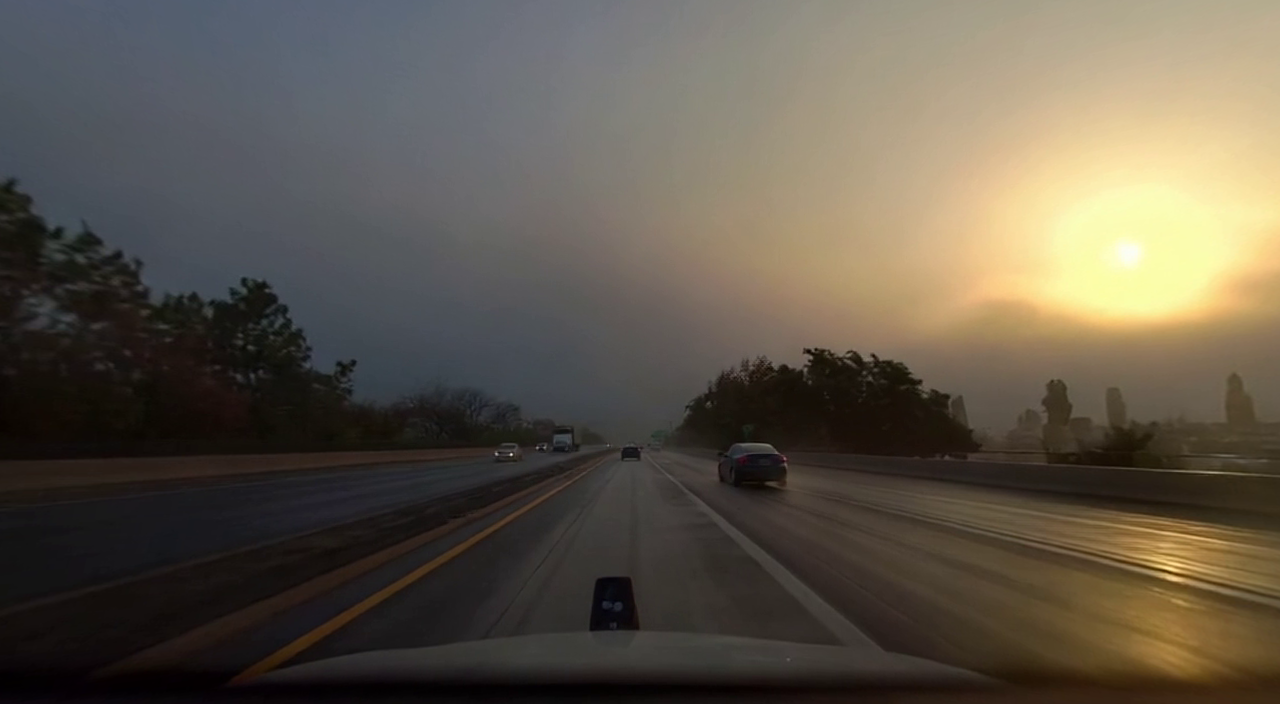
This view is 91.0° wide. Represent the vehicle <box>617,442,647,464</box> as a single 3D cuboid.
[{"bbox_3d":[-0.610,7.697,48.258,2.178,1.559,4.254,-1,-8,-1],"label":"vehicle"}]

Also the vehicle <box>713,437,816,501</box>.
[{"bbox_3d":[3.321,3.187,17.602,2.146,1.546,3.796,-1,-8,1],"label":"vehicle"}]
